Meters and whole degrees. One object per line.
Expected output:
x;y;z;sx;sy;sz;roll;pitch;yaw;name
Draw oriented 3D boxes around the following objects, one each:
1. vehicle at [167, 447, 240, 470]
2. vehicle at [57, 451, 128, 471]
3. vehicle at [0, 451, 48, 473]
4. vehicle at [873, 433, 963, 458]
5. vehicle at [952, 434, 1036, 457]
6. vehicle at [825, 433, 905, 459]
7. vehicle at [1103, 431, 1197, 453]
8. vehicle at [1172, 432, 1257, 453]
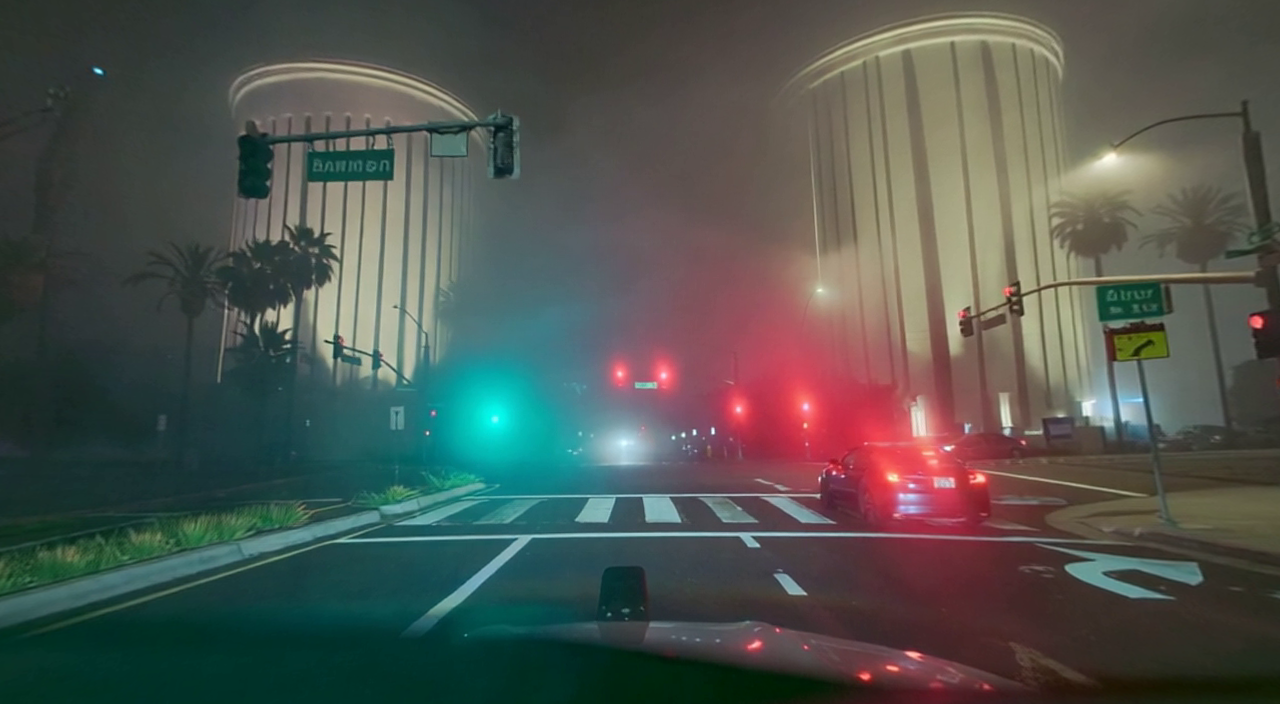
-33.222;8.089;48.014;4.136;1.661;1.857;0;-8;0;vehicle
-41.719;8.300;48.028;3.698;1.467;1.779;0;-8;0;vehicle
-48.041;8.389;48.156;3.786;1.555;1.702;0;-8;2;vehicle
16.920;5.727;38.485;4.684;1.461;1.777;0;-8;-1;vehicle
23.532;6.211;41.989;4.423;1.465;1.798;0;-8;0;vehicle
15.026;6.291;42.236;4.648;1.665;1.910;0;-8;-1;vehicle
33.598;5.941;41.568;4.567;1.458;1.791;0;-8;0;vehicle
42.118;6.643;46.283;4.437;1.469;1.811;0;-8;0;vehicle
